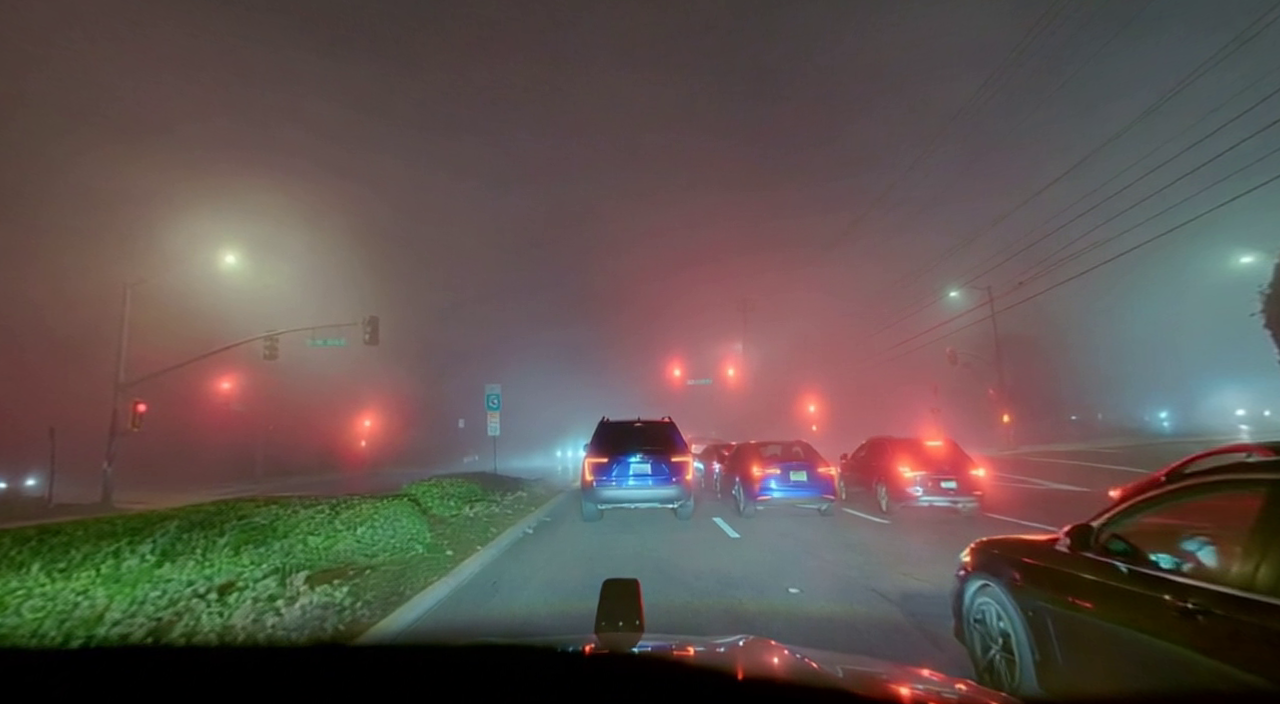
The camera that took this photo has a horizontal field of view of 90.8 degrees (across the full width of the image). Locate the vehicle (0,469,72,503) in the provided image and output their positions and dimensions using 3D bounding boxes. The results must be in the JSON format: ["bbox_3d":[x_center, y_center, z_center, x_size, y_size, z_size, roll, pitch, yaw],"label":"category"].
[{"bbox_3d":[-33.367,7.090,33.474,4.550,1.601,1.766,1,-8,-7],"label":"vehicle"}]

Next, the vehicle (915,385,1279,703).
[{"bbox_3d":[2.751,0.830,1.774,2.004,1.460,4.297,0,-8,0],"label":"vehicle"}]

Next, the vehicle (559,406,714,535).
[{"bbox_3d":[-0.090,2.081,11.663,2.236,1.856,4.816,0,-8,-1],"label":"vehicle"}]

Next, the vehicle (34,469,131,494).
[{"bbox_3d":[-38.158,8.841,43.317,4.569,1.505,1.992,1,-9,-5],"label":"vehicle"}]

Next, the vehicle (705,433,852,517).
[{"bbox_3d":[2.707,2.521,13.490,2.025,1.477,4.333,0,-8,-2],"label":"vehicle"}]
